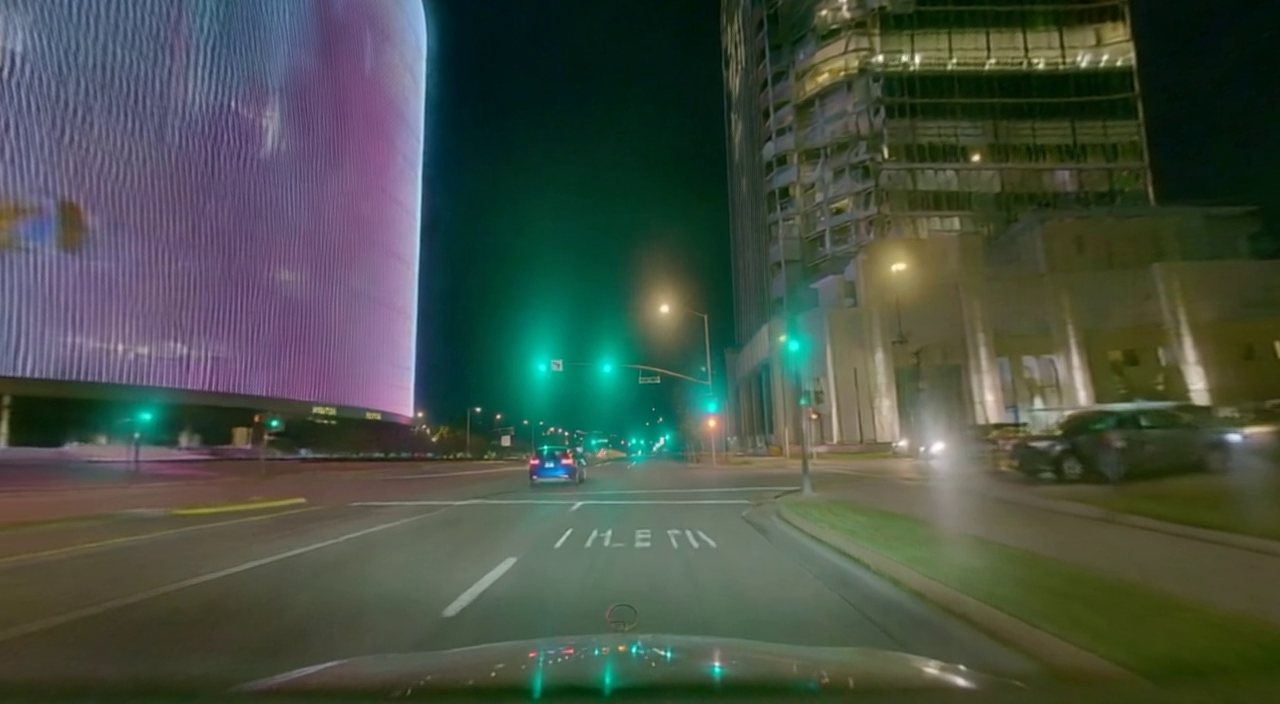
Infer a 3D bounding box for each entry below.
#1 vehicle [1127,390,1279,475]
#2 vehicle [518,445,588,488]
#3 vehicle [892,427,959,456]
[{"bbox_3d":[12.346,1.581,12.258,4.002,1.489,2.028,0,-9,-1],"label":"vehicle"},{"bbox_3d":[-3.248,4.398,24.499,1.971,1.486,4.380,0,-9,2],"label":"vehicle"},{"bbox_3d":[16.735,5.298,37.134,1.851,1.594,4.324,0,-9,-1],"label":"vehicle"}]
